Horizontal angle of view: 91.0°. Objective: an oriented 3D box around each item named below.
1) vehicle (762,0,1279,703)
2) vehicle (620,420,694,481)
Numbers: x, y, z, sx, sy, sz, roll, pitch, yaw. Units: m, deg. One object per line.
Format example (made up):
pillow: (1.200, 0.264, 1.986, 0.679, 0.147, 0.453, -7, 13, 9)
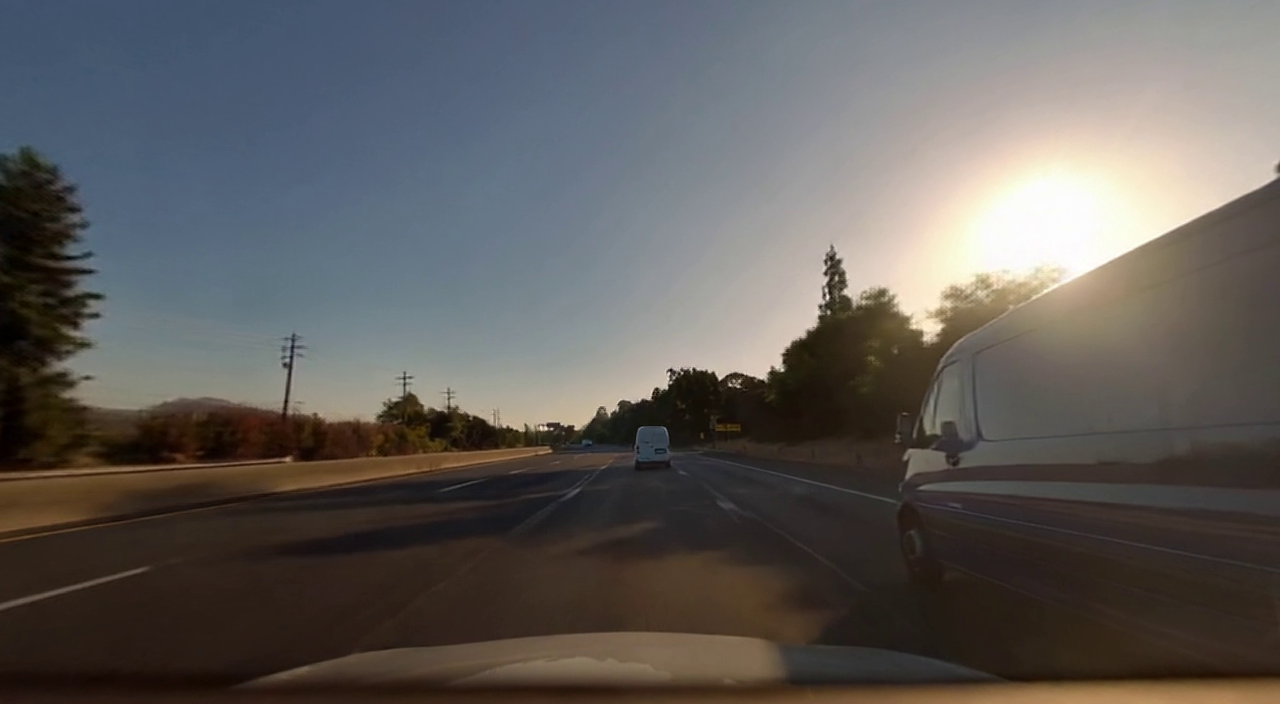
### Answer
vehicle: (3.817, -0.574, 1.184, 3.892, 4.216, 16.830, 0, -8, 0)
vehicle: (0.630, 3.616, 23.318, 2.469, 2.027, 4.554, 0, -8, 1)
